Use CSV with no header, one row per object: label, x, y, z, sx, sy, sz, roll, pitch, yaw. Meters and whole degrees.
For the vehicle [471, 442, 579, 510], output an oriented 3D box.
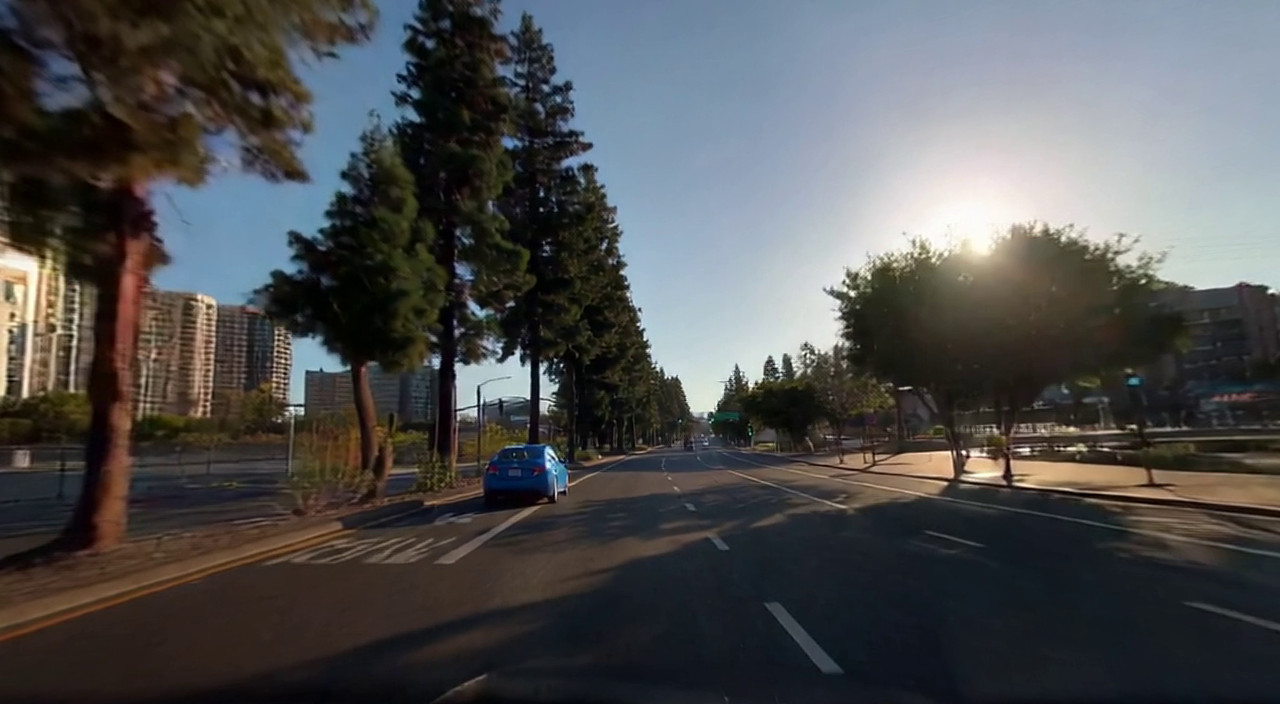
vehicle,-2.811,3.134,16.546,2.042,1.479,4.601,0,-9,-1
